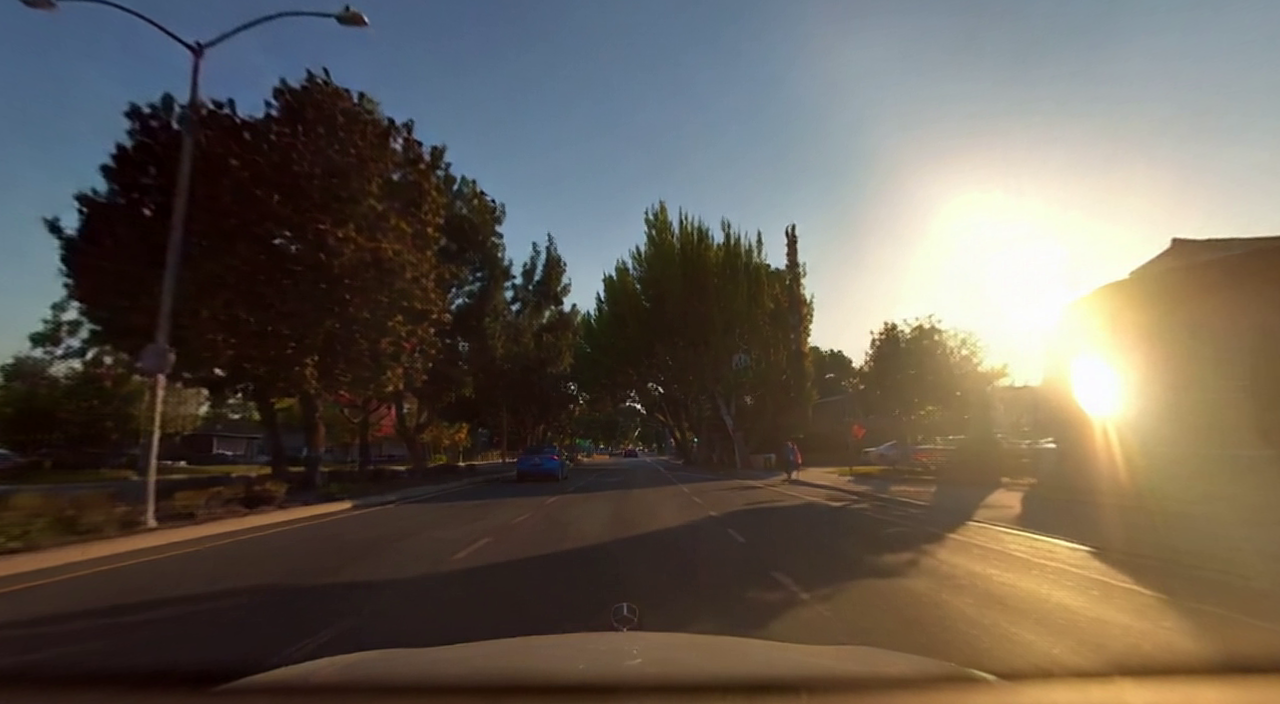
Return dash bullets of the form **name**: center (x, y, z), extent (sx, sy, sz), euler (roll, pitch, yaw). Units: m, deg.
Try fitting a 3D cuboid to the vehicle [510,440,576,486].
- **vehicle**: center (-3.941, 4.581, 26.422), extent (1.993, 1.733, 4.262), euler (0, -8, 1)
